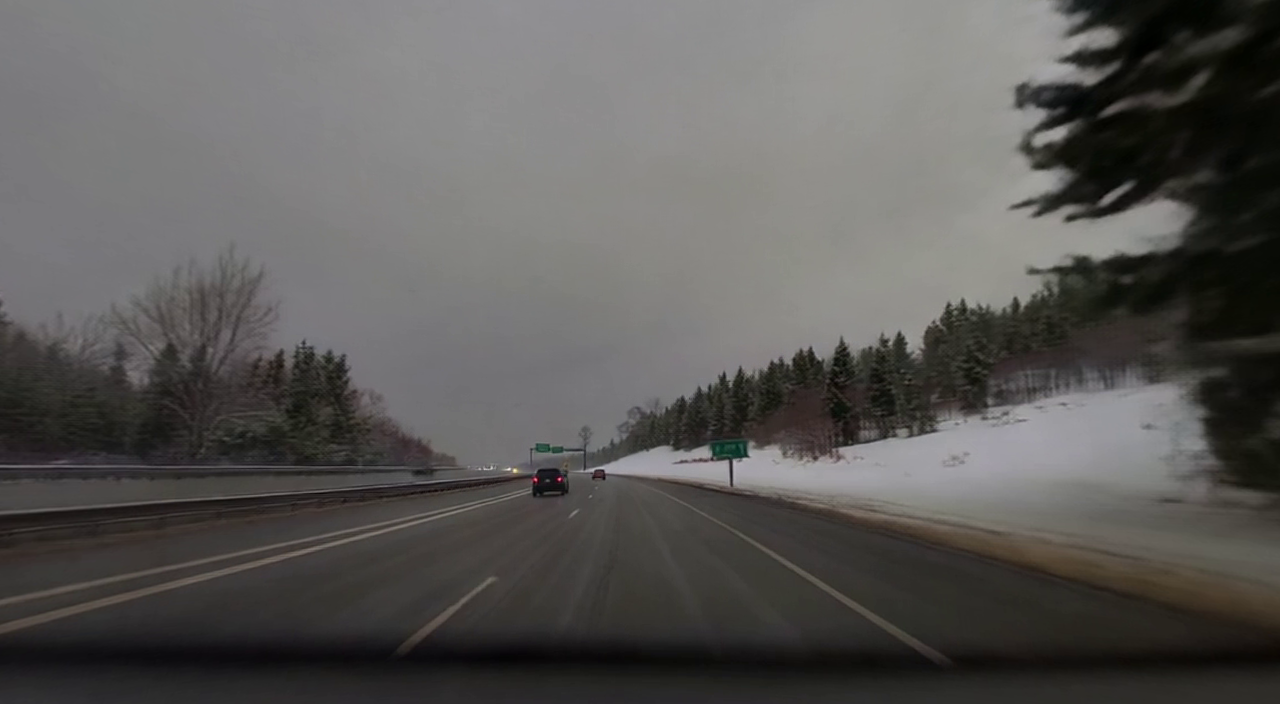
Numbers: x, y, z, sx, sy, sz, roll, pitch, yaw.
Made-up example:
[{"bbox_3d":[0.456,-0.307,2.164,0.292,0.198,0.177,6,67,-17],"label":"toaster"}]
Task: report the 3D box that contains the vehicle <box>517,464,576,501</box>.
[{"bbox_3d":[-4.253,6.055,29.394,2.115,1.546,4.638,1,-11,-1],"label":"vehicle"}]
